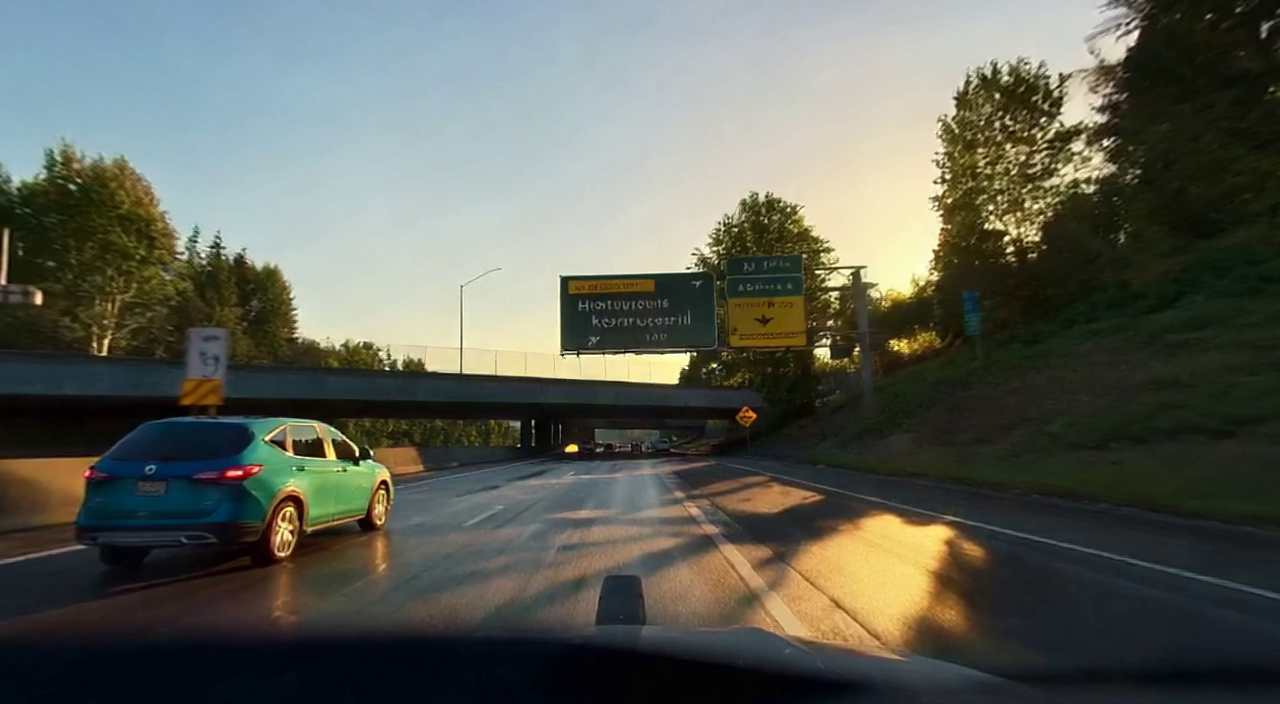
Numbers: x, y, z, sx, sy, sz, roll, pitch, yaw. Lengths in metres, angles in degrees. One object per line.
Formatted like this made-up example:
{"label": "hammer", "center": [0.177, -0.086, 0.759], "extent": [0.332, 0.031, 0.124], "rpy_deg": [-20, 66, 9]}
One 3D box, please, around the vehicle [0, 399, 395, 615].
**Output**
{"label": "vehicle", "center": [-4.706, 1.511, 7.112], "extent": [2.125, 1.662, 4.336], "rpy_deg": [0, -8, 0]}
